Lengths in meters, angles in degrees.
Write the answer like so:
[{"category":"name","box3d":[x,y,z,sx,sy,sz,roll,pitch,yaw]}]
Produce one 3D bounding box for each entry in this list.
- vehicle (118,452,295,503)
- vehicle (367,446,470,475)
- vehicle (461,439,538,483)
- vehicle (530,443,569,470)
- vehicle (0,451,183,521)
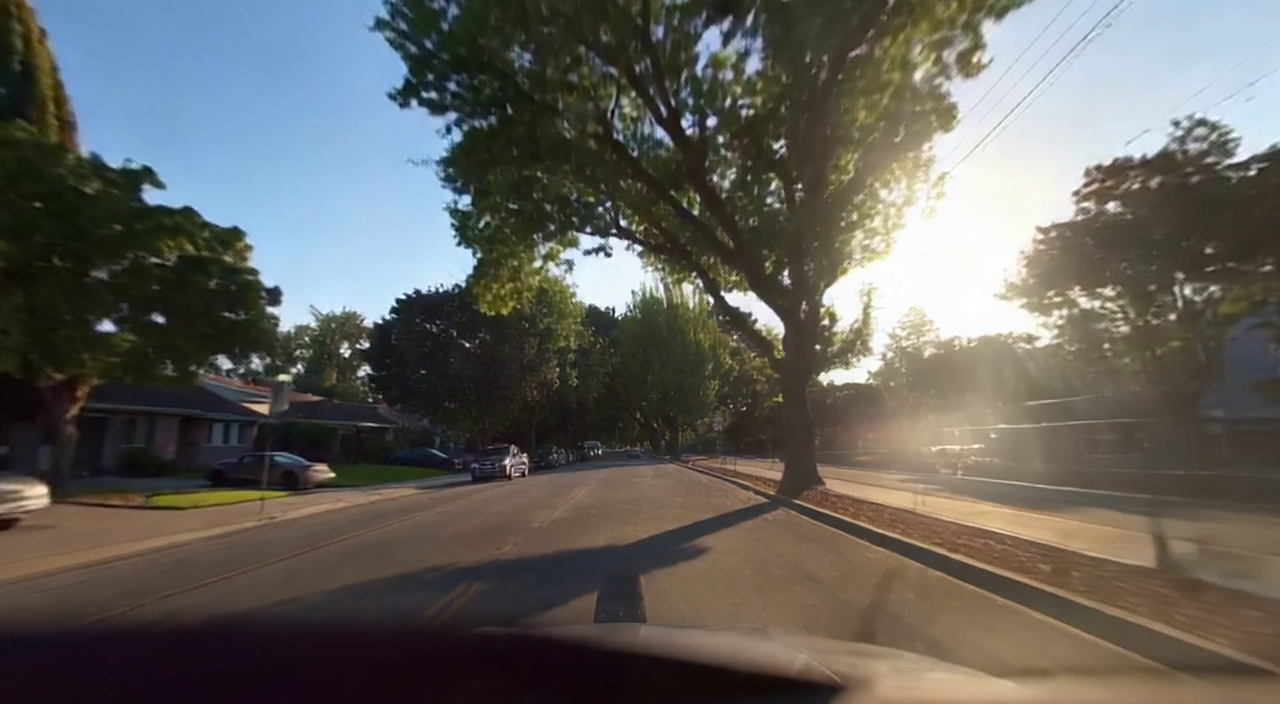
[{"category":"vehicle","box3d":[-13.644,3.950,20.024,4.116,1.393,2.016,2,-9,2]},{"category":"vehicle","box3d":[-14.072,6.915,40.251,5.742,1.668,2.296,1,-8,-2]},{"category":"vehicle","box3d":[-6.566,5.149,30.226,2.350,1.892,5.542,1,-8,0]},{"category":"vehicle","box3d":[-6.620,7.701,46.574,2.020,1.842,5.116,1,-8,0]},{"category":"vehicle","box3d":[-14.000,3.135,15.002,4.617,1.488,1.988,0,-8,1]}]
